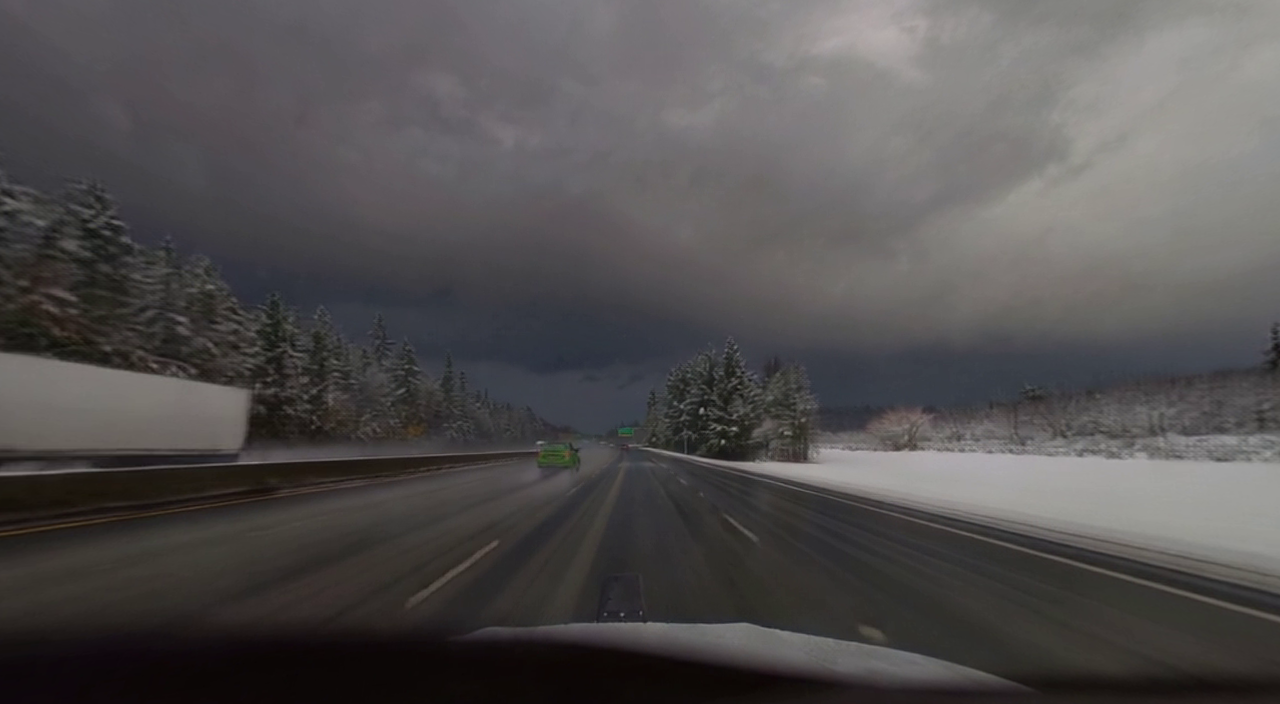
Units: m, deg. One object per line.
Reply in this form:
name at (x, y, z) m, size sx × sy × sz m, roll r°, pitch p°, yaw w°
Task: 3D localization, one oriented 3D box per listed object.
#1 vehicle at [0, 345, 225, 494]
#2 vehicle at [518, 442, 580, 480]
vehicle at (-17.412, 1.909, 17.141) m, size 2.973 × 3.650 × 13.844 m, roll 0°, pitch -9°, yaw -1°
vehicle at (-4.005, 4.876, 28.460) m, size 2.083 × 1.560 × 4.713 m, roll 0°, pitch -9°, yaw 0°
